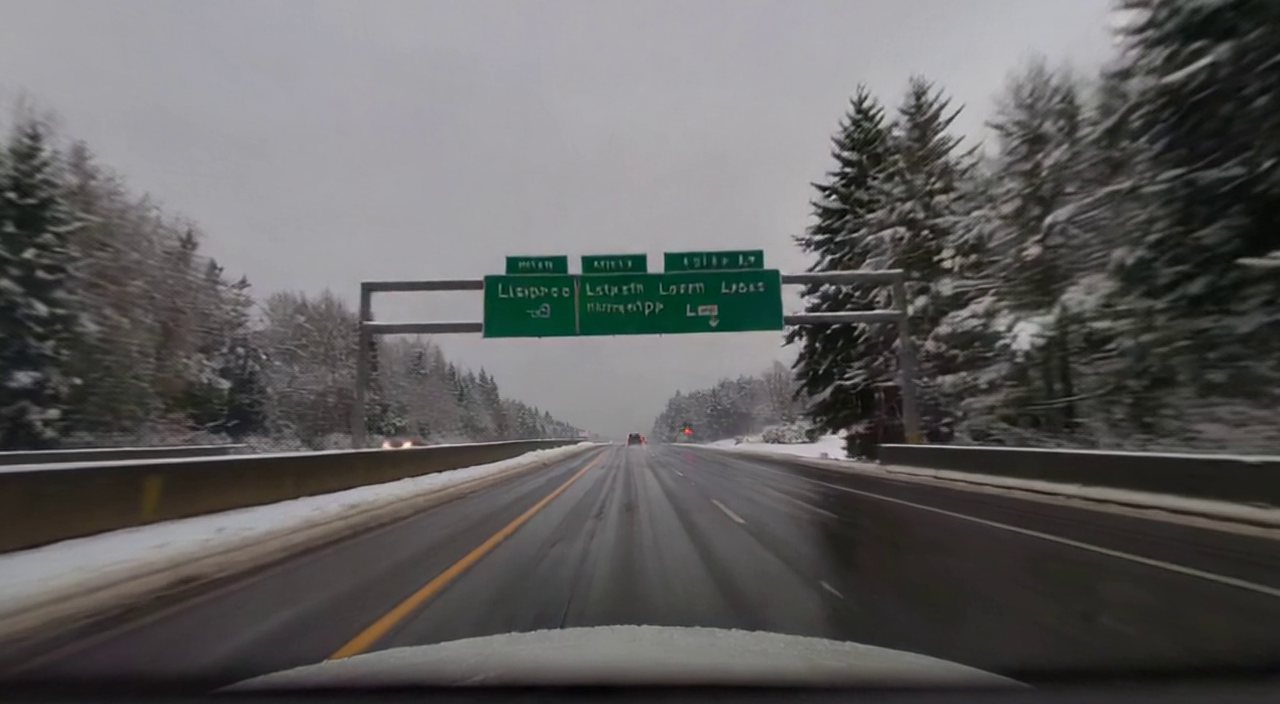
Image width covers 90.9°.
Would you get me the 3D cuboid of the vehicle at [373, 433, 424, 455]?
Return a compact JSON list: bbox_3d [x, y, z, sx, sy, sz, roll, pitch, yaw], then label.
[{"bbox_3d":[-17.771,6.744,46.498,1.952,1.511,4.682,0,-8,-1],"label":"vehicle"}]
